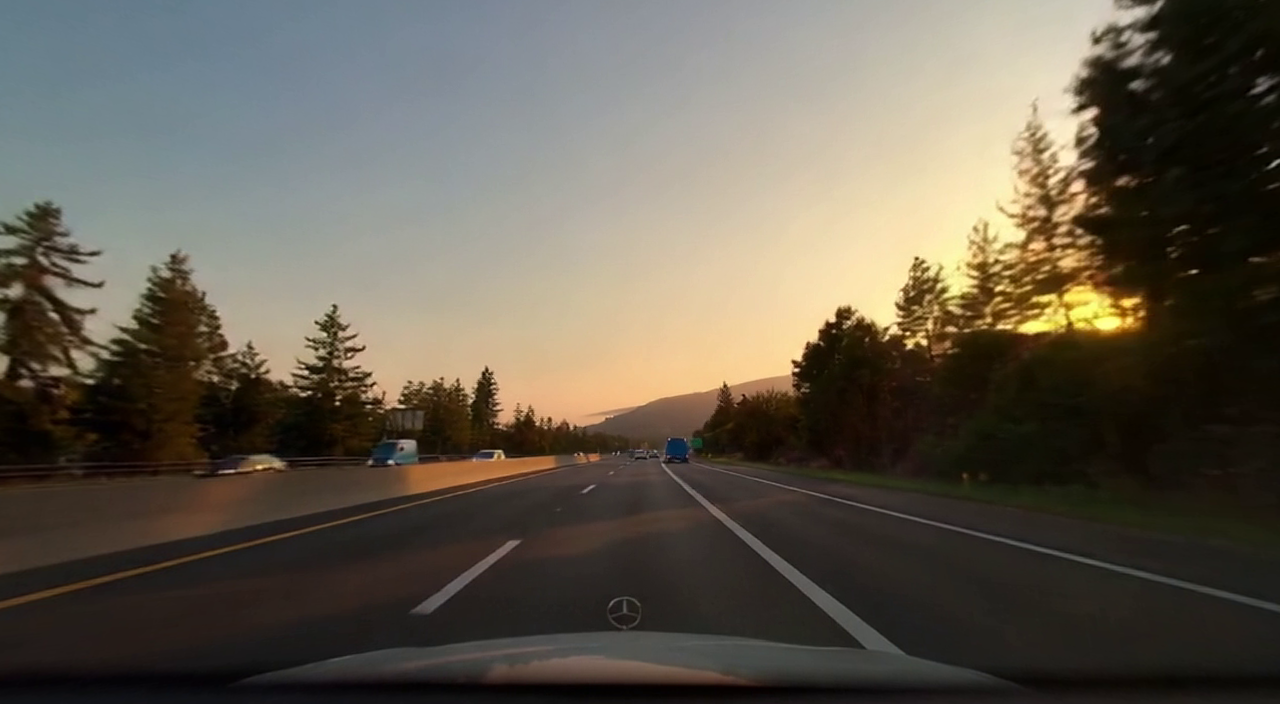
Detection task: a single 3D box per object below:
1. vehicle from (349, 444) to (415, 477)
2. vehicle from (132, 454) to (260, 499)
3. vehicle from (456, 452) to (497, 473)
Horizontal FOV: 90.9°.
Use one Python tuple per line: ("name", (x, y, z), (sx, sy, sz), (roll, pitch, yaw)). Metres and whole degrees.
("vehicle", (-16.325, 6.879, 40.164), (2.111, 1.993, 4.812), (0, -9, 1))
("vehicle", (-15.849, 4.443, 22.764), (1.795, 1.442, 3.816), (0, -9, 0))
("vehicle", (-11.802, 8.026, 45.834), (1.858, 1.452, 4.016), (0, -9, 1))
